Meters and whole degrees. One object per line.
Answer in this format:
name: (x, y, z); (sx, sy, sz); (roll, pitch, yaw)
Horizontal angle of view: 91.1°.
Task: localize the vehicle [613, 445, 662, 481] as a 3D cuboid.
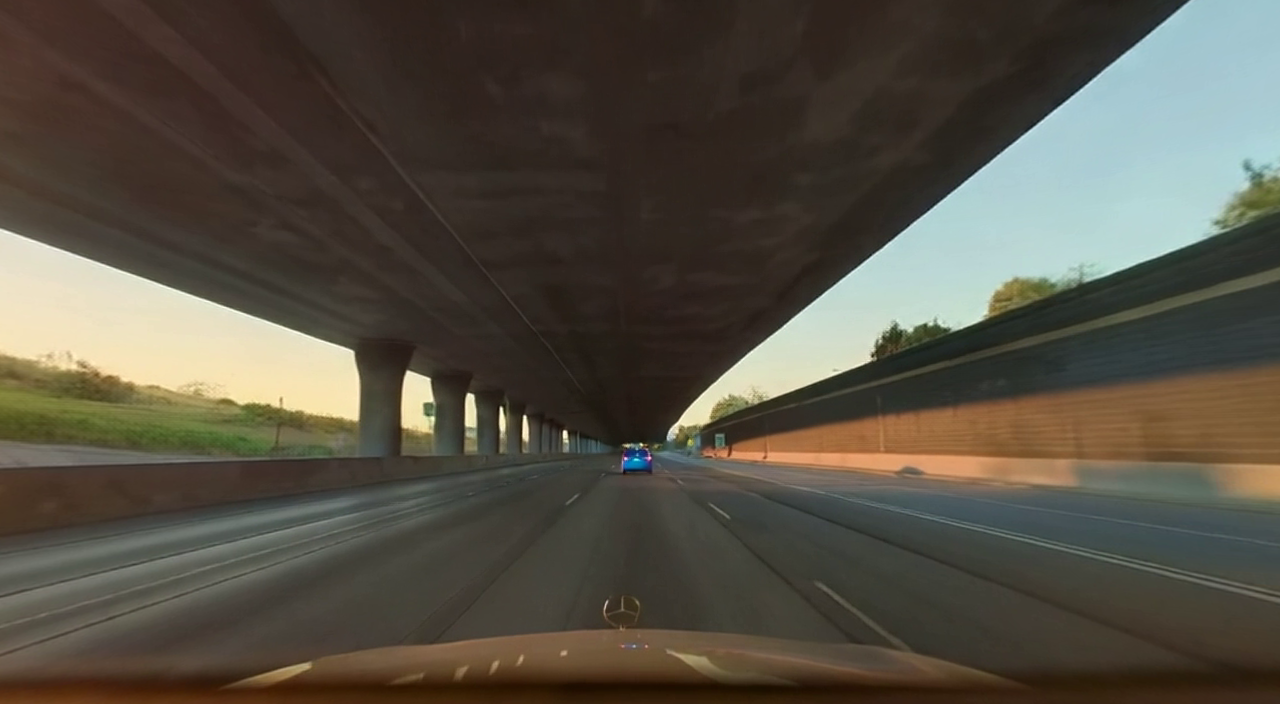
vehicle: (-0.161, 5.055, 28.976); (2.055, 1.501, 4.321); (0, -9, -1)
